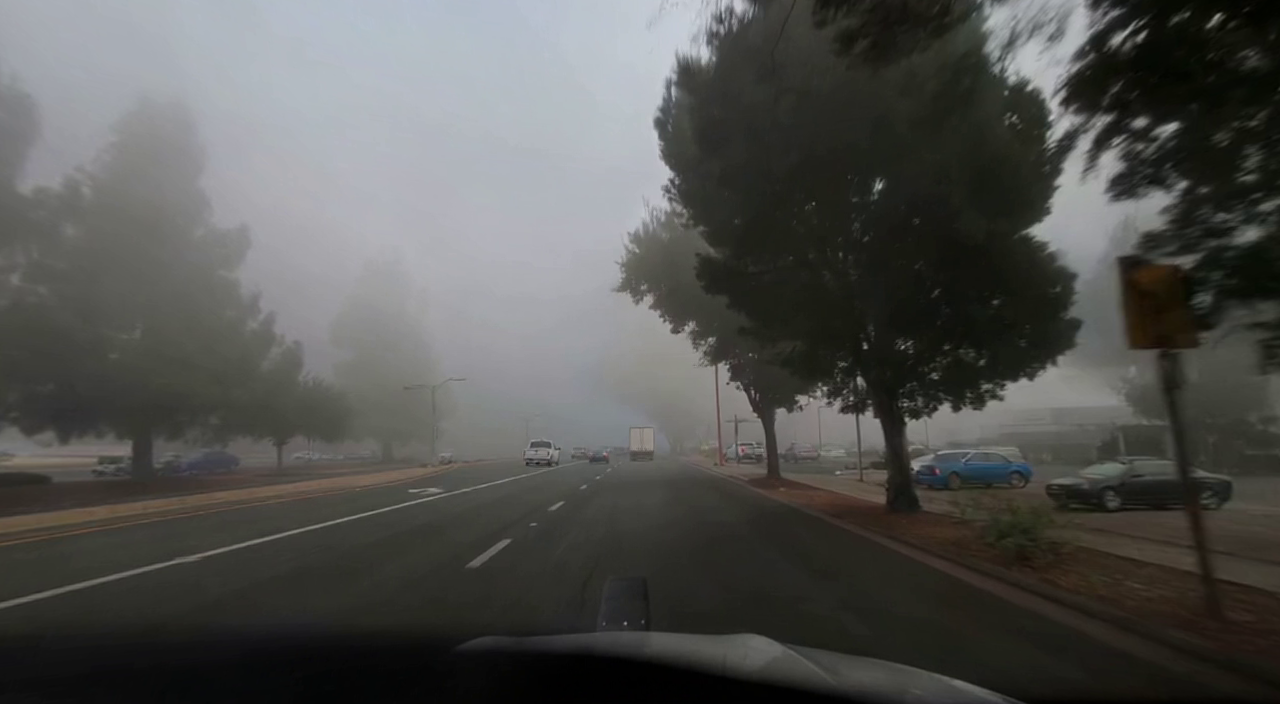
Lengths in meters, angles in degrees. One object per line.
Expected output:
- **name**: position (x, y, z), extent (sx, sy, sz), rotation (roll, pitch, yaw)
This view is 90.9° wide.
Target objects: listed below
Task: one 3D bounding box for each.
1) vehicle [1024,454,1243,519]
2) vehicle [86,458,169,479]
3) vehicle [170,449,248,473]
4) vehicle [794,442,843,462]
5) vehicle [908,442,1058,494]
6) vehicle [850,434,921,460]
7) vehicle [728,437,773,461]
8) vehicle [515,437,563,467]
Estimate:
- **vehicle**: position (13.455, 3.671, 17.430), extent (4.367, 1.459, 1.851), rotation (-3, -9, 2)
- **vehicle**: position (-33.809, 7.692, 41.653), extent (3.913, 1.329, 1.824), rotation (0, -8, 1)
- **vehicle**: position (-33.907, 8.576, 49.670), extent (4.555, 1.761, 2.039), rotation (0, -8, 0)
- **vehicle**: position (13.798, 7.733, 49.006), extent (1.944, 1.476, 4.483), rotation (1, -9, -10)
- **vehicle**: position (13.884, 4.711, 25.766), extent (4.812, 1.825, 2.073), rotation (-3, -9, 2)
- **vehicle**: position (18.882, 7.369, 48.787), extent (2.211, 1.880, 5.847), rotation (2, -9, -12)
- **vehicle**: position (8.517, 7.567, 49.072), extent (2.057, 1.750, 4.679), rotation (1, -9, -9)
- **vehicle**: position (-6.641, 6.640, 42.001), extent (2.149, 1.893, 5.187), rotation (0, -8, 2)
